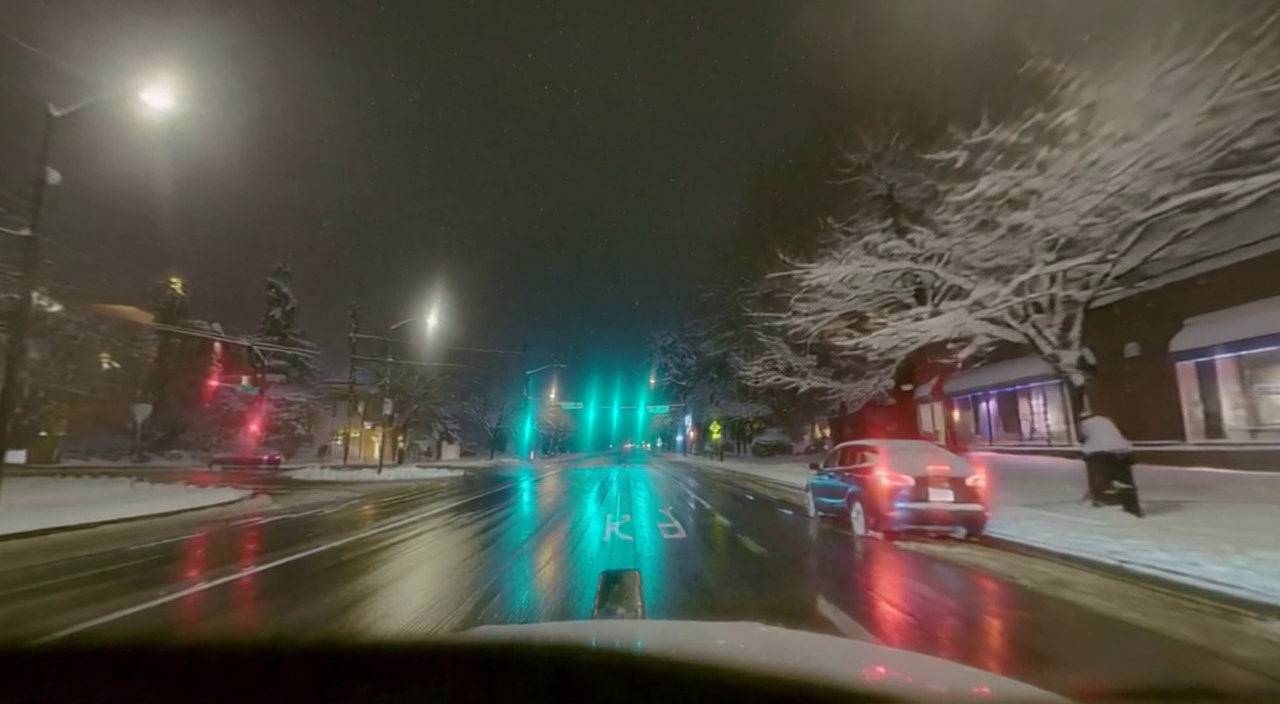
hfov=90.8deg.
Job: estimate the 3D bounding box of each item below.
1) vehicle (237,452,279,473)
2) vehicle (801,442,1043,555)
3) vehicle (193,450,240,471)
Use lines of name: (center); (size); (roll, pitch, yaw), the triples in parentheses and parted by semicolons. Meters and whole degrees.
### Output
vehicle: (-29.310, 8.441, 48.409); (1.854, 1.475, 4.132); (7, -12, -41)
vehicle: (4.282, 2.254, 10.577); (1.856, 1.462, 4.501); (0, -8, -2)
vehicle: (-32.371, 8.245, 48.229); (4.530, 1.483, 1.962); (-8, -12, 44)
